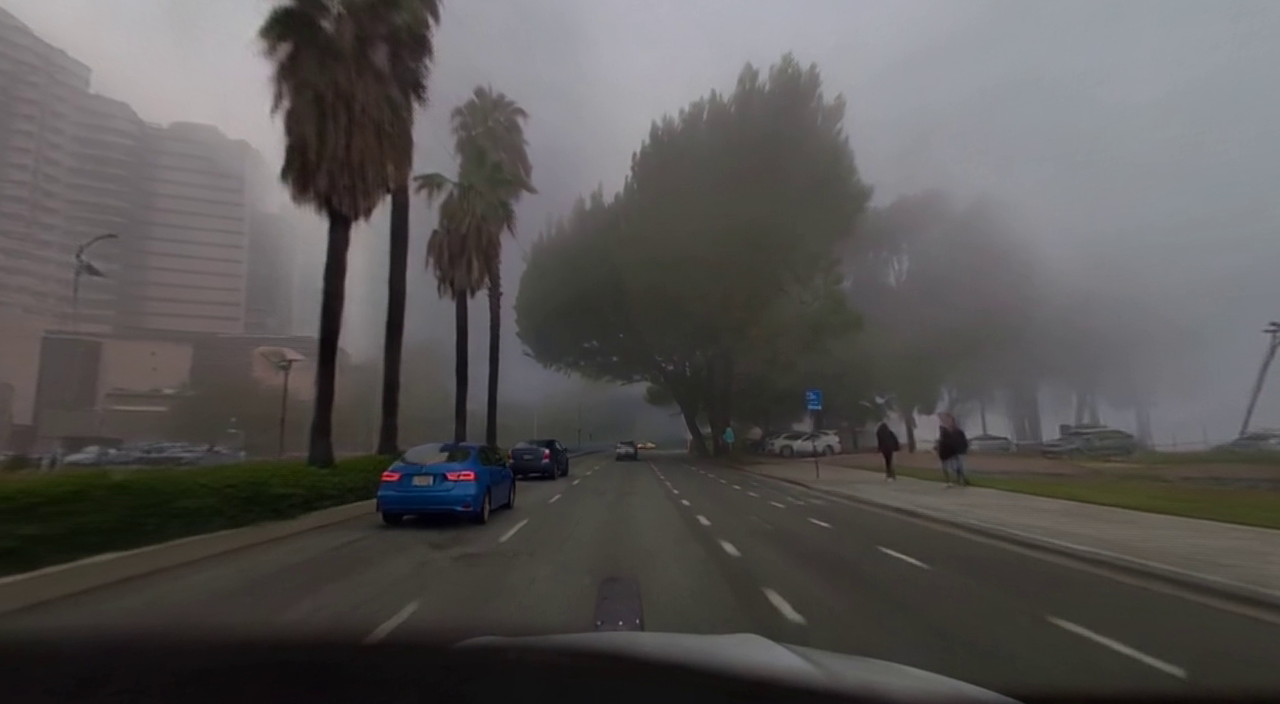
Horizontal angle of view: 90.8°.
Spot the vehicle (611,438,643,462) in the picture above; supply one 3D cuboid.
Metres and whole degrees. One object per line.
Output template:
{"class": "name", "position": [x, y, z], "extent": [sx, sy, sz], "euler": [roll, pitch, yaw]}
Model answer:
{"class": "vehicle", "position": [-0.841, 6.458, 41.595], "extent": [2.004, 1.465, 3.713], "euler": [0, -8, 0]}

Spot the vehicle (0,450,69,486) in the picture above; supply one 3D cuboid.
{"class": "vehicle", "position": [-31.059, 5.711, 31.238], "extent": [1.835, 1.664, 3.972], "euler": [-1, -8, 2]}

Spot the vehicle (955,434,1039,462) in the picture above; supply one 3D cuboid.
{"class": "vehicle", "position": [20.330, 5.479, 36.273], "extent": [1.976, 1.431, 4.774], "euler": [-1, -8, -1]}

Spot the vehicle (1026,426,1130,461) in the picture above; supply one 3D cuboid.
{"class": "vehicle", "position": [25.053, 5.287, 36.449], "extent": [2.147, 1.886, 5.603], "euler": [0, -8, 2]}

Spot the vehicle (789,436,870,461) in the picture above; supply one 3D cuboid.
{"class": "vehicle", "position": [12.771, 6.536, 42.742], "extent": [4.749, 1.522, 1.905], "euler": [-1, -9, -3]}

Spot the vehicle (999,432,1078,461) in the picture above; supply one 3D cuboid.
{"class": "vehicle", "position": [22.707, 5.423, 36.179], "extent": [1.938, 1.522, 4.121], "euler": [0, -8, 2]}

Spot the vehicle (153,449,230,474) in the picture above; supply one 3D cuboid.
{"class": "vehicle", "position": [-31.114, 7.563, 43.997], "extent": [1.888, 1.625, 4.699], "euler": [0, -8, 0]}

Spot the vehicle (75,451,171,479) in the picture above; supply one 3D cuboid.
{"class": "vehicle", "position": [-30.954, 6.761, 38.073], "extent": [1.859, 1.524, 4.812], "euler": [0, -8, -2]}

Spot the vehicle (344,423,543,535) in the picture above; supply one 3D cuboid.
{"class": "vehicle", "position": [-3.099, 2.104, 11.086], "extent": [2.071, 1.544, 4.383], "euler": [0, -8, 0]}
